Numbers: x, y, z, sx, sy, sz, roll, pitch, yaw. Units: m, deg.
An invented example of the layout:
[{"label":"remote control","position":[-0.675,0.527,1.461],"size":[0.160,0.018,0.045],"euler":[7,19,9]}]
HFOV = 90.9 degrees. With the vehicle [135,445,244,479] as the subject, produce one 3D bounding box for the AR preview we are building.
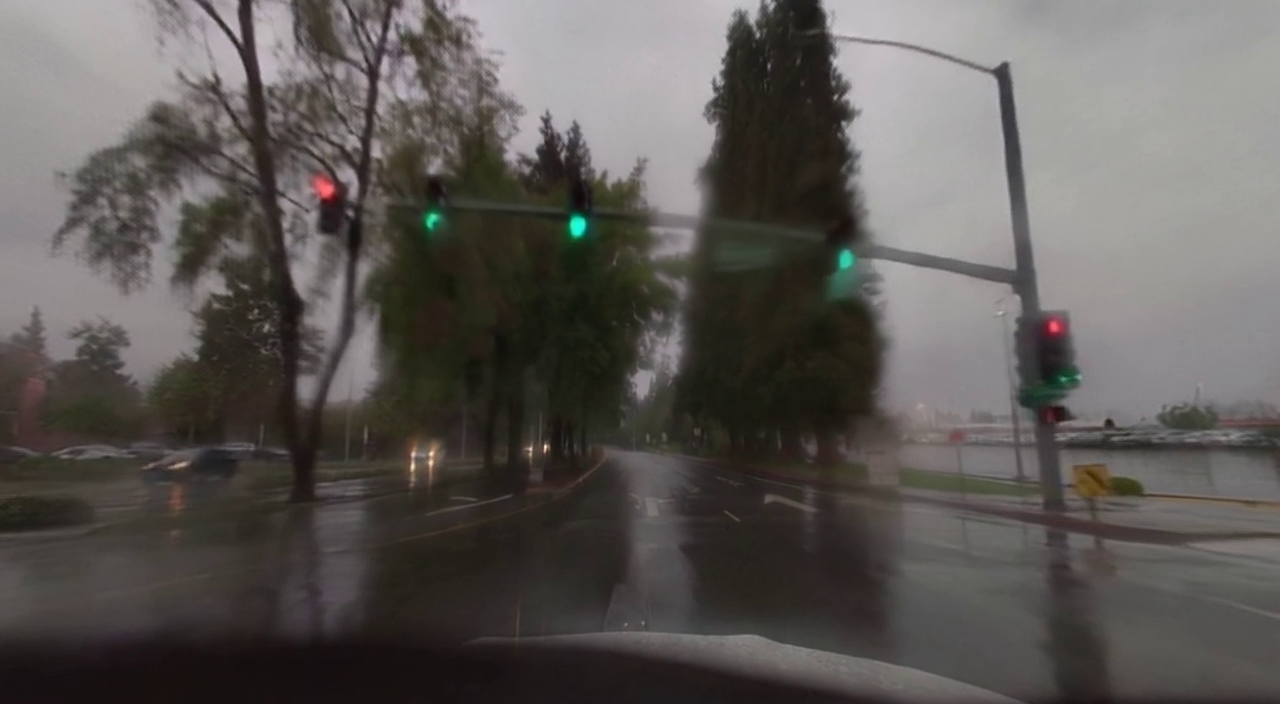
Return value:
[{"label":"vehicle","position":[-22.121,5.402,31.225],"size":[1.885,1.479,4.675],"euler":[-1,-8,1]}]
